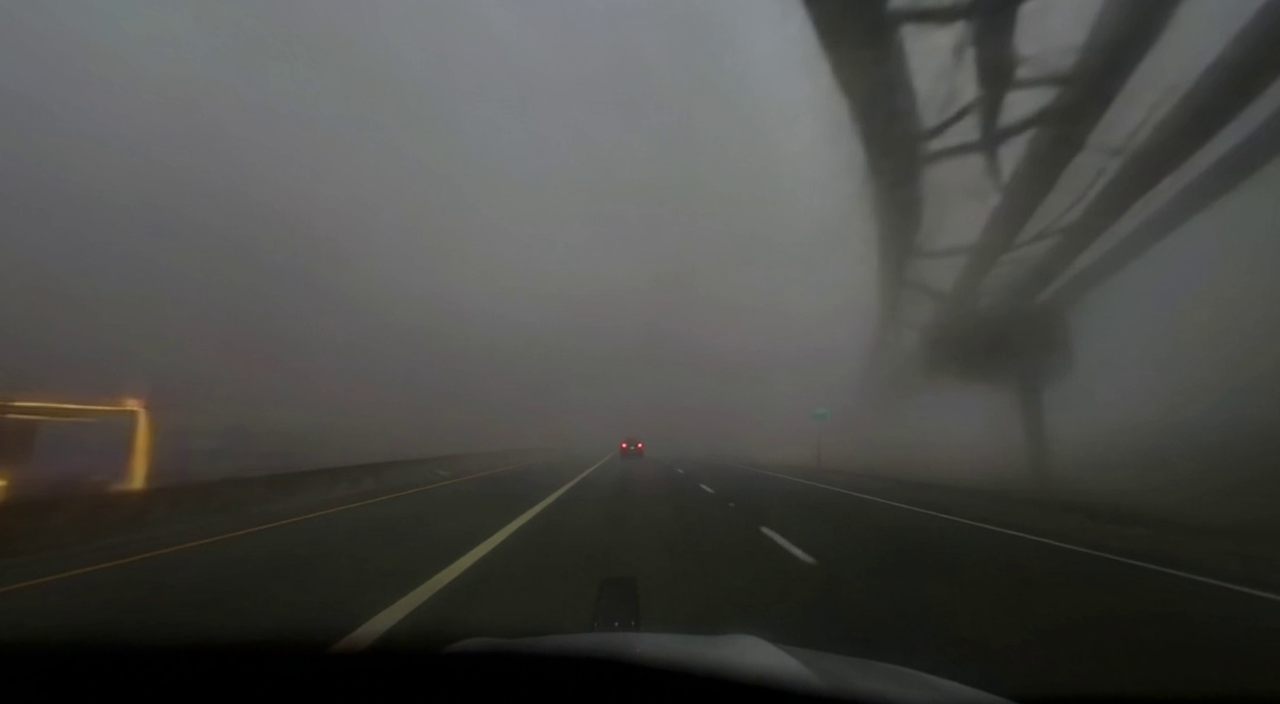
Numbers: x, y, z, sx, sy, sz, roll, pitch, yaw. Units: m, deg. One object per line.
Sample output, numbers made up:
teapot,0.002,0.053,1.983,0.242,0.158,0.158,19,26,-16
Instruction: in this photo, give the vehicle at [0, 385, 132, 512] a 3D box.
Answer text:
vehicle,-17.206,2.437,15.811,2.858,3.086,7.172,0,-8,-1
